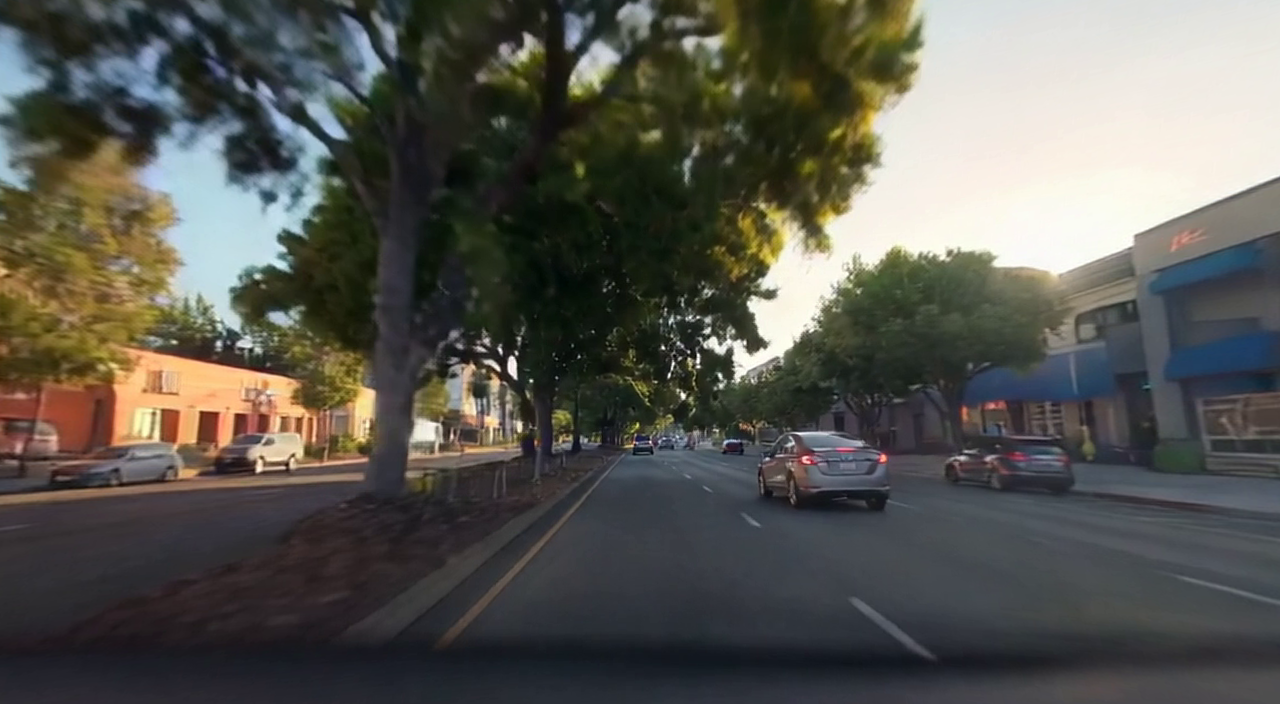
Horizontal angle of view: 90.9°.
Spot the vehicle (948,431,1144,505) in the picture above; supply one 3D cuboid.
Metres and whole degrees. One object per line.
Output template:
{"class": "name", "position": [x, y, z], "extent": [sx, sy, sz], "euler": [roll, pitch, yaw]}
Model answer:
{"class": "vehicle", "position": [10.475, 3.015, 16.855], "extent": [2.078, 1.668, 4.654], "euler": [0, -8, 0]}

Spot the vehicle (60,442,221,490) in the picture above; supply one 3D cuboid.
{"class": "vehicle", "position": [-19.116, 4.343, 24.560], "extent": [2.015, 1.647, 5.085], "euler": [-1, -8, 2]}

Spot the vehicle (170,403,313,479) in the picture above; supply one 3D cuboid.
{"class": "vehicle", "position": [-19.182, 4.377, 30.900], "extent": [2.811, 3.326, 6.083], "euler": [0, -8, 1]}

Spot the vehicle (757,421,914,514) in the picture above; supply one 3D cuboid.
{"class": "vehicle", "position": [3.922, 2.392, 13.461], "extent": [2.072, 1.669, 3.836], "euler": [0, -8, 0]}
